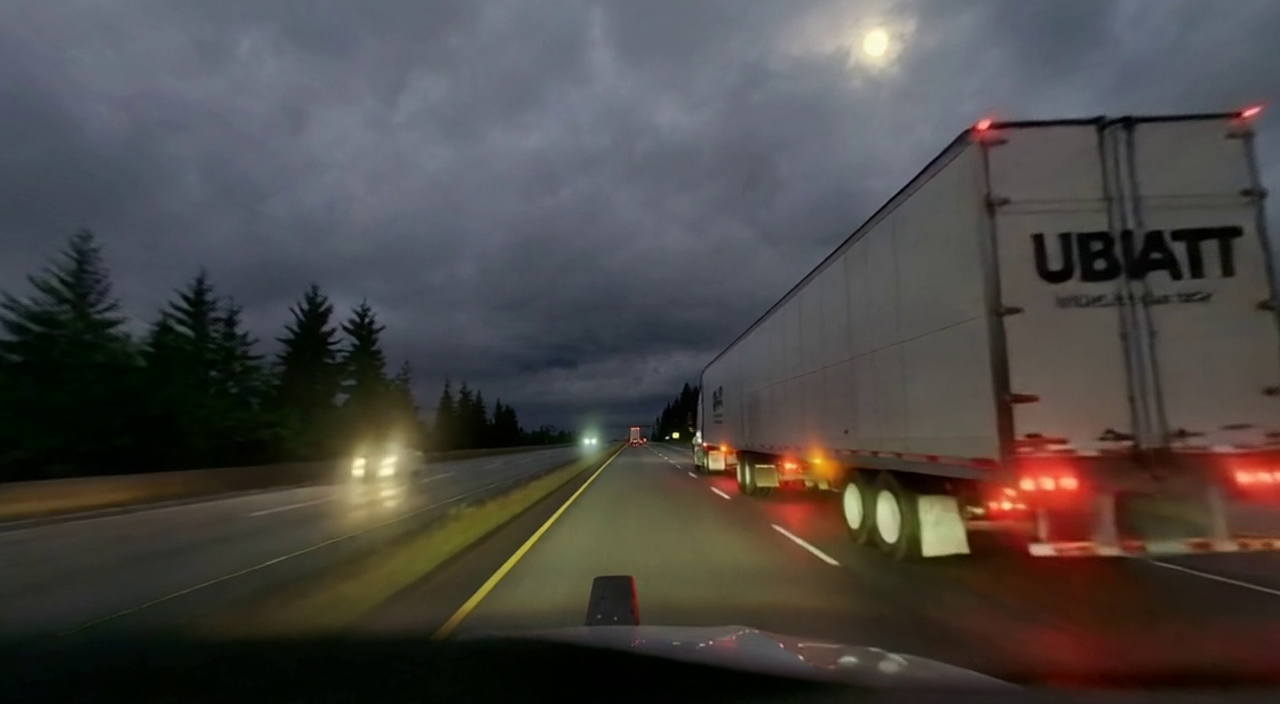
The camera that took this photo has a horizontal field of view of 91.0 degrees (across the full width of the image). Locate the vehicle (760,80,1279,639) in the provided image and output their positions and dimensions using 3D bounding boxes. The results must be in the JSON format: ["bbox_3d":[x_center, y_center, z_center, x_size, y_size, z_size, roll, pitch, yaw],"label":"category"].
[{"bbox_3d":[4.034,0.507,8.441,3.006,3.850,8.310,0,-8,-1],"label":"vehicle"}]

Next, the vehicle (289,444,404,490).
[{"bbox_3d":[-10.326,4.039,22.570,2.013,1.448,4.434,0,-8,-1],"label":"vehicle"}]
